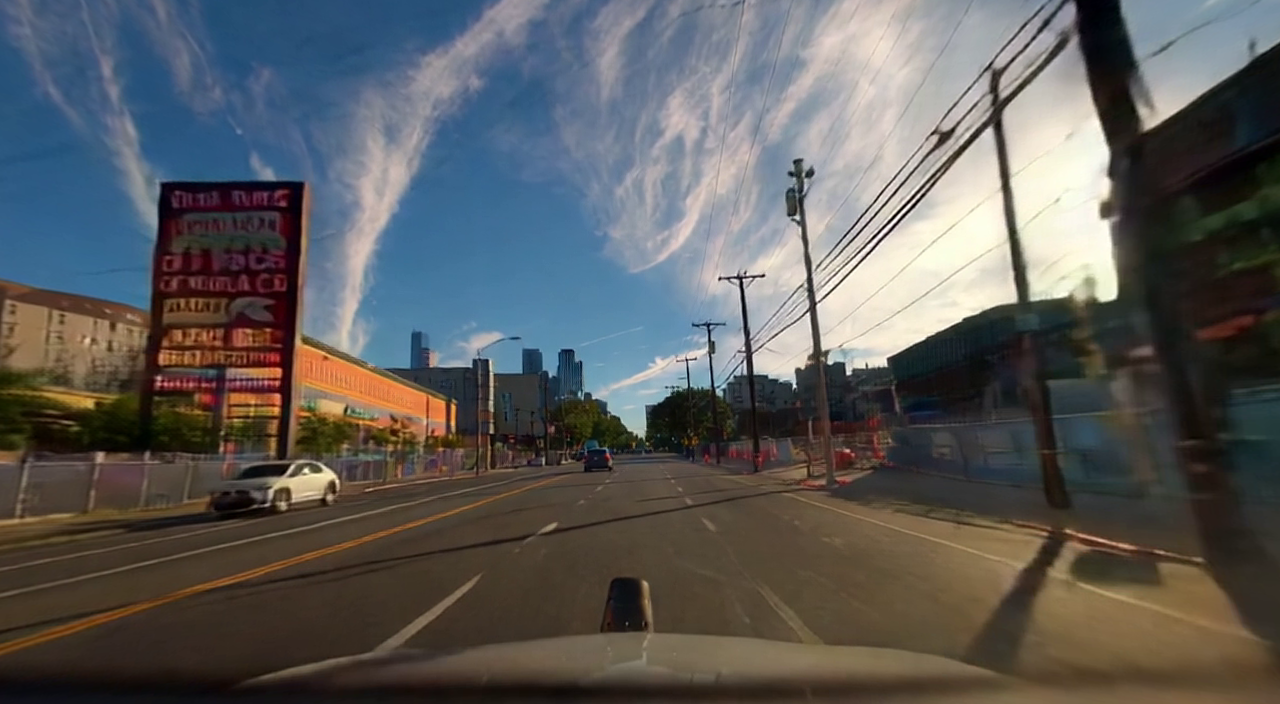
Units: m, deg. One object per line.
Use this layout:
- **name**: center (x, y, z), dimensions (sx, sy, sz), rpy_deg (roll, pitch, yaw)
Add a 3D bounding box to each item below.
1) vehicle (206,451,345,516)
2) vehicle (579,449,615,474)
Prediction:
- **vehicle**: center (-11.981, 4.296, 21.135), dimensions (2.052, 1.898, 4.253), rpy_deg (-1, -8, 1)
- **vehicle**: center (-2.940, 7.594, 43.958), dimensions (2.036, 1.589, 4.549), rpy_deg (-1, -8, 1)
